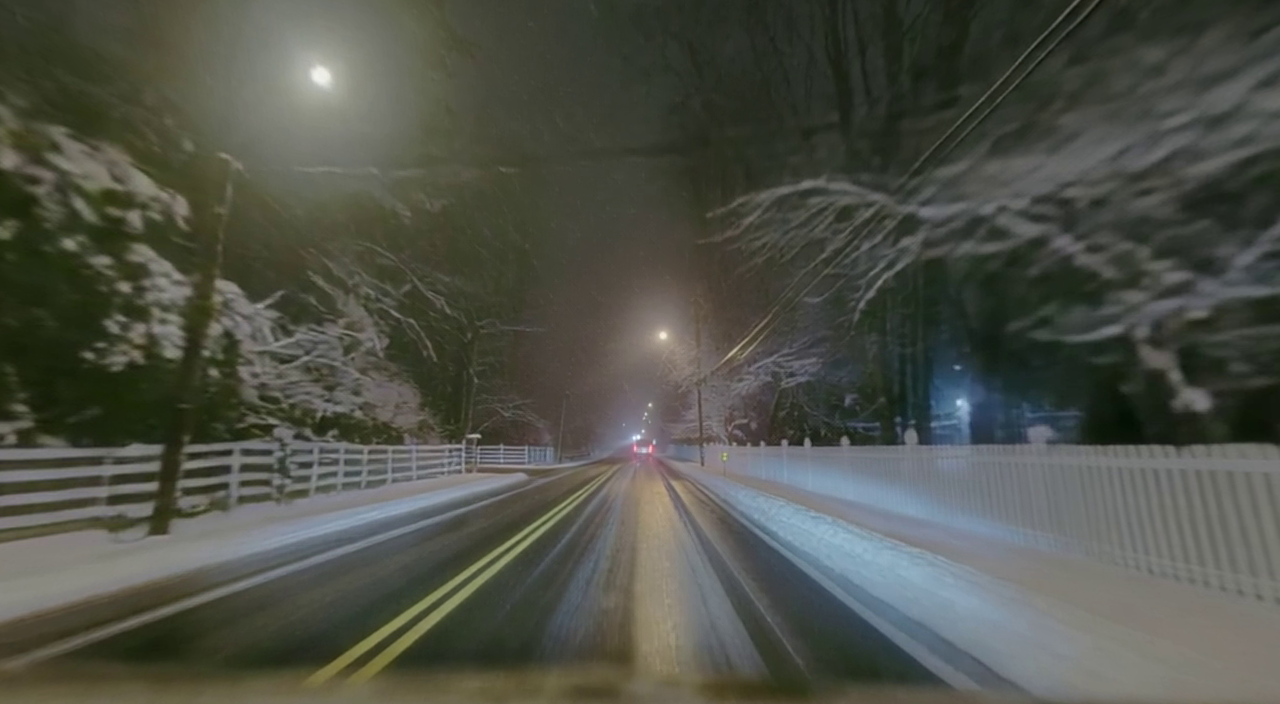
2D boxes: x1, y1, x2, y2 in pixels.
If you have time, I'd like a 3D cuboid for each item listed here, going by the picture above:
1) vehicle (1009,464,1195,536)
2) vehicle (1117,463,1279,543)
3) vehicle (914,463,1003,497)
[{"bbox_3d":[14.287,4.563,20.044,2.009,1.781,5.311,0,-8,2],"label":"vehicle"},{"bbox_3d":[18.189,4.465,19.177,2.328,1.955,5.699,-2,-9,-8],"label":"vehicle"},{"bbox_3d":[16.070,6.466,32.092,2.001,1.450,4.481,0,-8,-2],"label":"vehicle"}]
